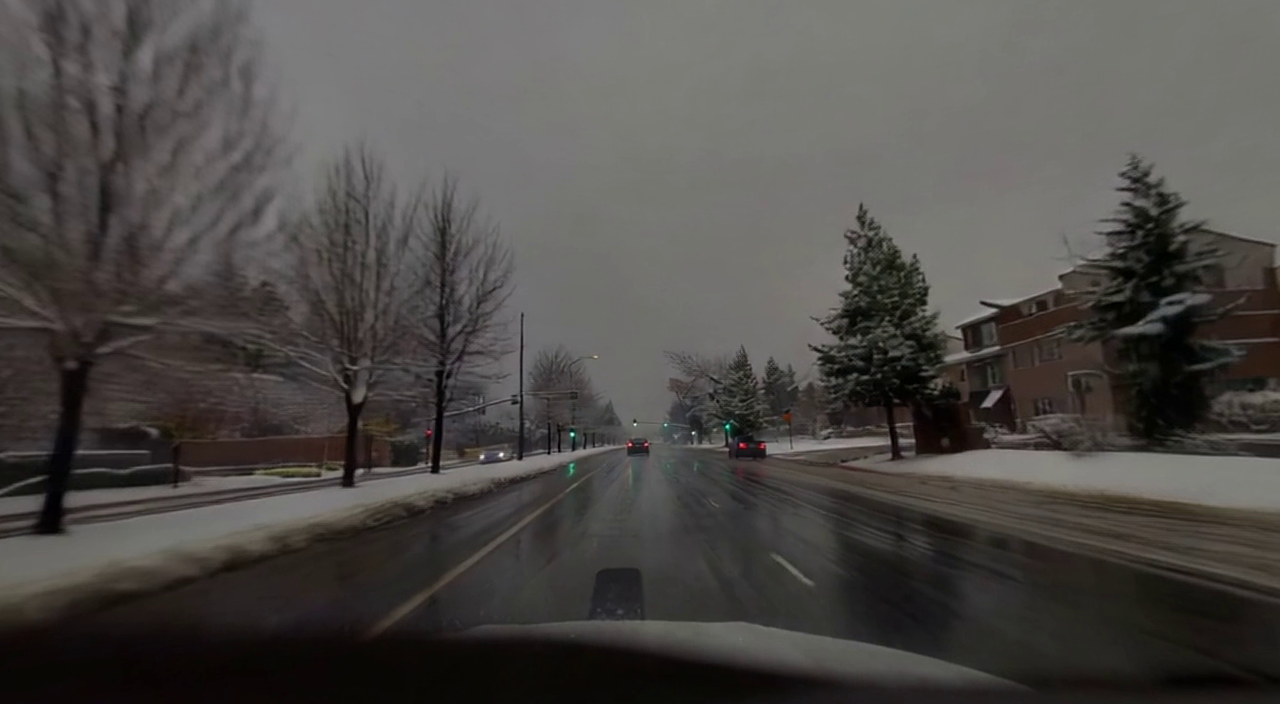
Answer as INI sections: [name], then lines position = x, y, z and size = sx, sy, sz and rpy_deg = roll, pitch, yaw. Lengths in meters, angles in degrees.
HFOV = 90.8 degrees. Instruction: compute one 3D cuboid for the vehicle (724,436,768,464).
[vehicle]
position = 6.753, 6.324, 40.746
size = 2.011, 1.710, 4.357
rpy_deg = 0, -9, -2
